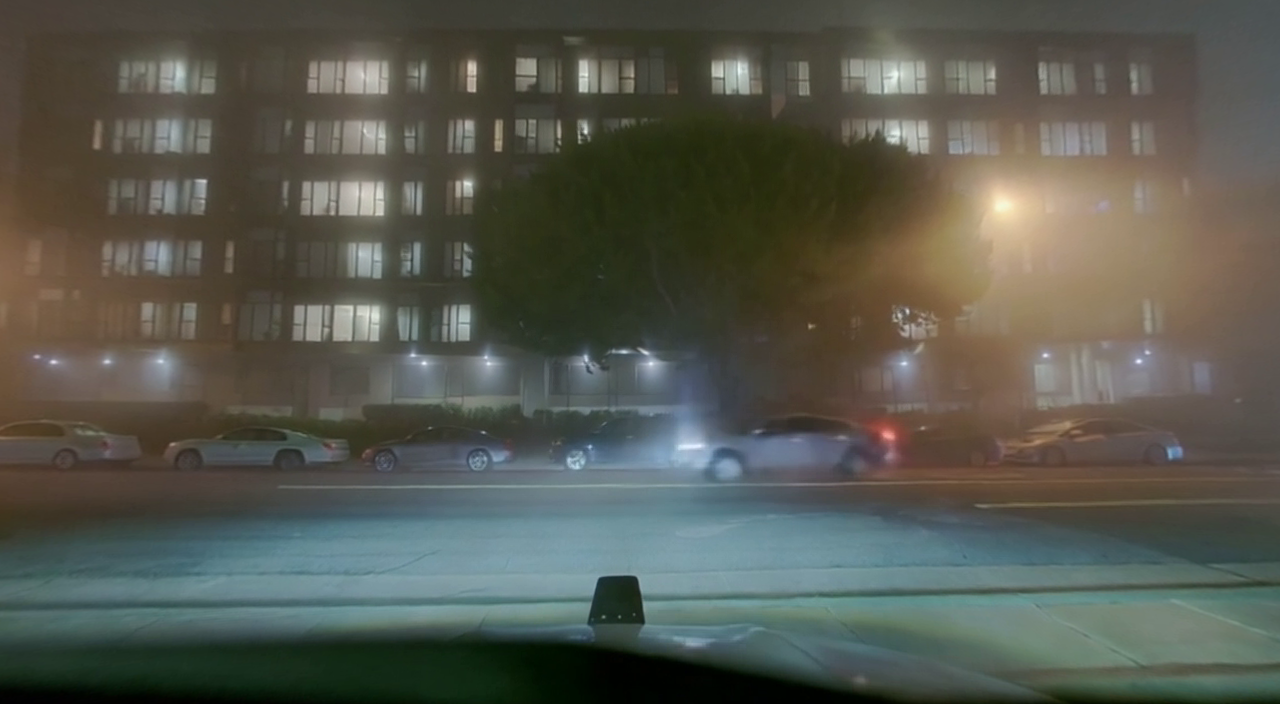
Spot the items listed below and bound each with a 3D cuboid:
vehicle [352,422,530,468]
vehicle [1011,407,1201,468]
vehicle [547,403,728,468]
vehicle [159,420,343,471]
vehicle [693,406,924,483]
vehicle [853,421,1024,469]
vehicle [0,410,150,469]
[{"bbox_3d":[-5.958,2.873,19.380,4.851,1.339,1.785,0,-10,-3],"label":"vehicle"},{"bbox_3d":[14.835,2.708,20.317,4.544,1.780,1.966,-1,-5,-1],"label":"vehicle"},{"bbox_3d":[-0.134,2.630,19.613,5.299,1.860,2.098,1,-10,-5],"label":"vehicle"},{"bbox_3d":[-11.623,2.826,19.147,4.336,1.438,1.776,1,-8,-4],"label":"vehicle"},{"bbox_3d":[3.432,1.980,13.607,4.396,1.501,1.955,0,-8,-1],"label":"vehicle"},{"bbox_3d":[9.268,2.876,19.815,4.521,1.411,1.726,1,-6,-4],"label":"vehicle"},{"bbox_3d":[-17.691,2.610,18.831,4.426,1.641,1.889,0,-8,-5],"label":"vehicle"}]
